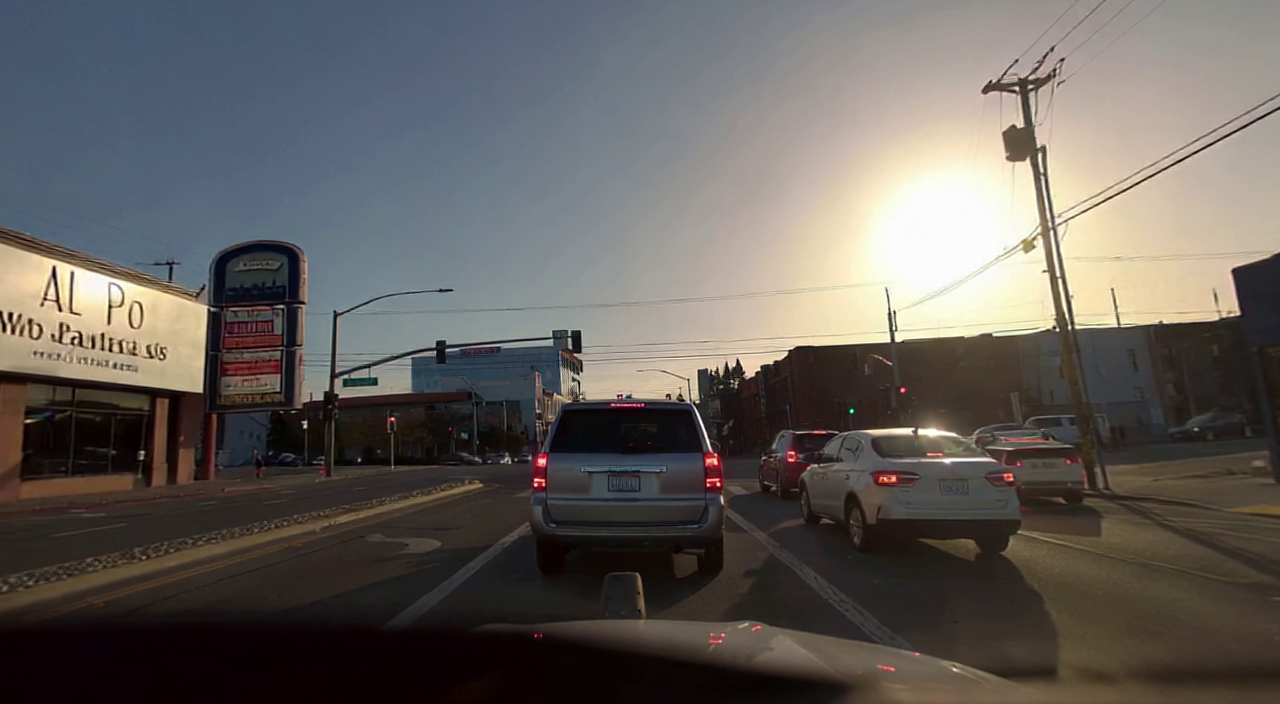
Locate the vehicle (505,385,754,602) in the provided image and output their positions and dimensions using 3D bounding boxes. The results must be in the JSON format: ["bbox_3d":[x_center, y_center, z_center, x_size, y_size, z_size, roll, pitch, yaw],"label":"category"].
[{"bbox_3d":[-0.005,1.535,7.683,2.154,1.861,4.280,0,-8,3],"label":"vehicle"}]

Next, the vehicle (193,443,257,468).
[{"bbox_3d":[-27.449,6.869,41.855,1.693,1.563,3.716,0,-8,0],"label":"vehicle"}]

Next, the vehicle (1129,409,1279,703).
[{"bbox_3d":[3.370,0.731,0.811,1.884,1.484,4.609,0,-8,2],"label":"vehicle"}]

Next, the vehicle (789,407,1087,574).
[{"bbox_3d":[3.618,1.763,8.797,2.036,1.719,4.318,0,-8,0],"label":"vehicle"}]

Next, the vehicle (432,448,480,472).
[{"bbox_3d":[-14.241,8.343,49.144,2.102,1.737,4.570,-1,-8,4],"label":"vehicle"}]
